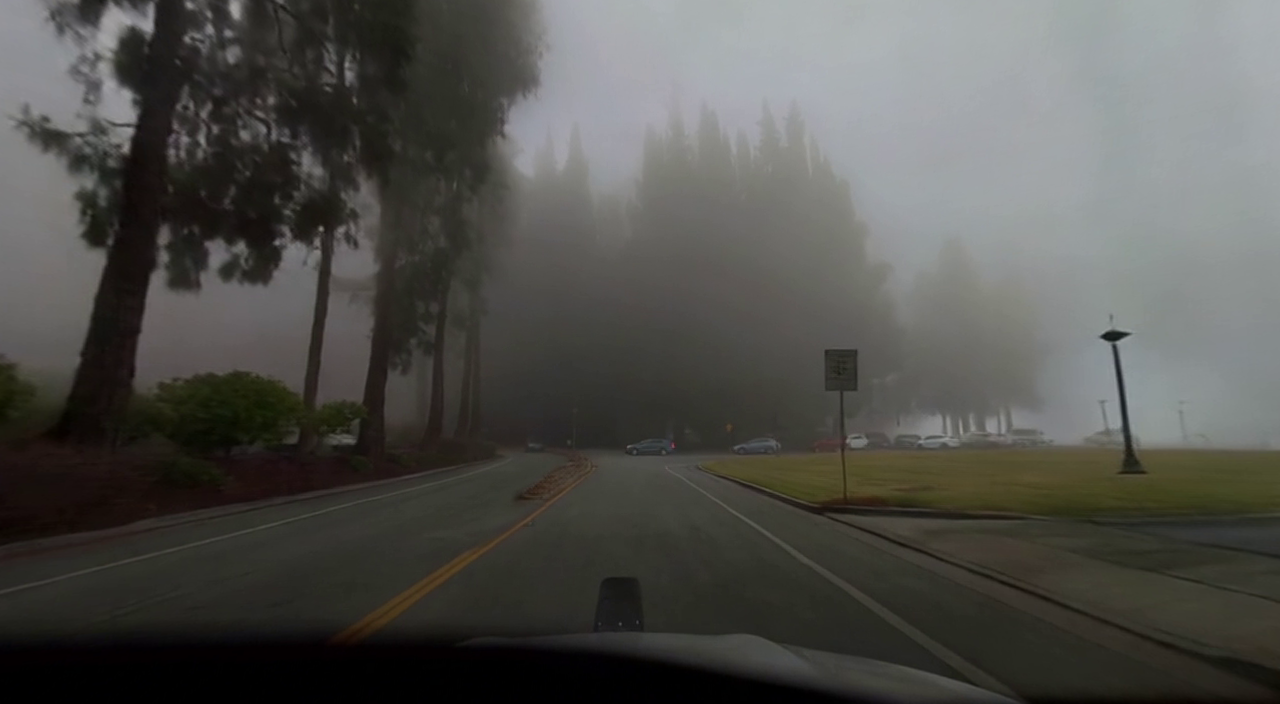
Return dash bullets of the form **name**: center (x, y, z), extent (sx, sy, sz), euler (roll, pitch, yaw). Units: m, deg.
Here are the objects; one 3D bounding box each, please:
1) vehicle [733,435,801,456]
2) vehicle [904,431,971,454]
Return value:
- **vehicle**: center (9.866, 7.316, 49.331), extent (4.870, 1.507, 2.073), euler (-1, -8, 0)
- **vehicle**: center (20.925, 6.418, 44.438), extent (3.830, 1.429, 1.890), euler (4, -10, -10)
